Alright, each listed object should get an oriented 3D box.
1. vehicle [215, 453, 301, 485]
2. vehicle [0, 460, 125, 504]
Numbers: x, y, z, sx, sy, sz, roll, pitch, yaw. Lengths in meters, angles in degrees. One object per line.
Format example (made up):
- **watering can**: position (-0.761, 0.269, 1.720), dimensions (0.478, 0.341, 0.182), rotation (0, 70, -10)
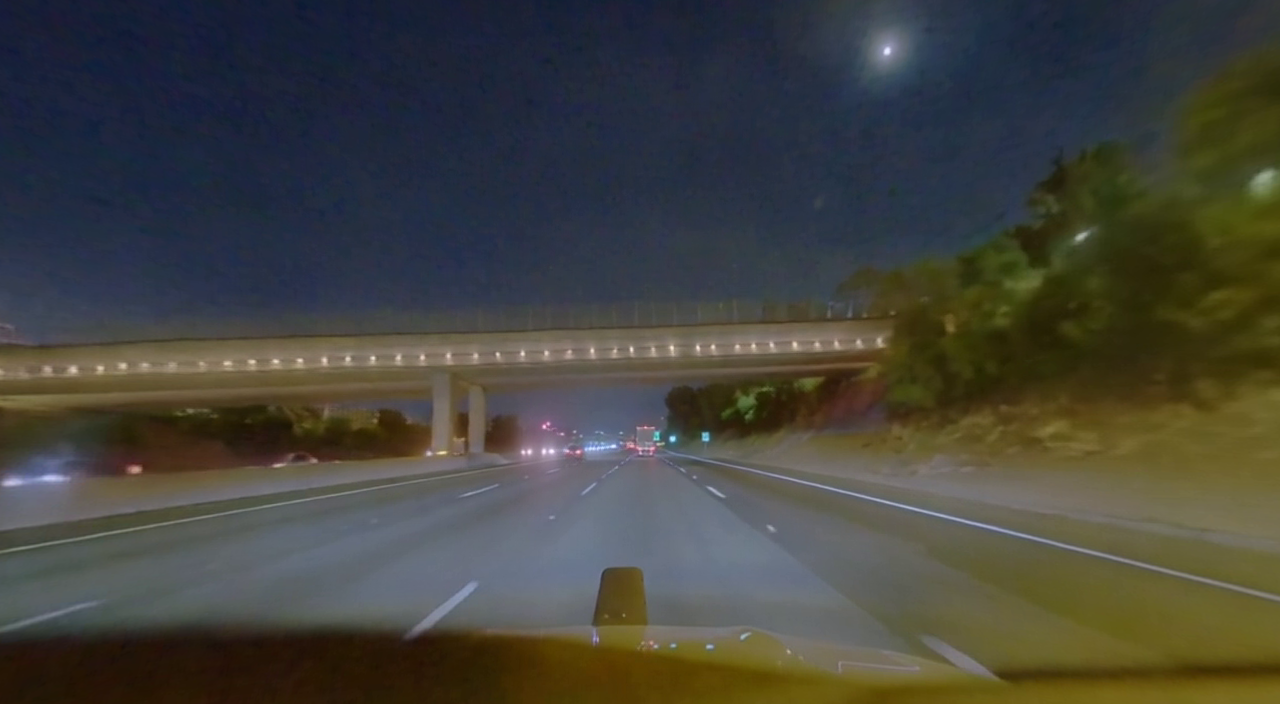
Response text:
- **vehicle**: position (-20.202, 6.179, 33.561), dimensions (1.879, 1.487, 4.188), rotation (0, -8, 1)
- **vehicle**: position (-23.790, 5.223, 25.717), dimensions (1.817, 1.475, 4.410), rotation (0, -8, 1)
